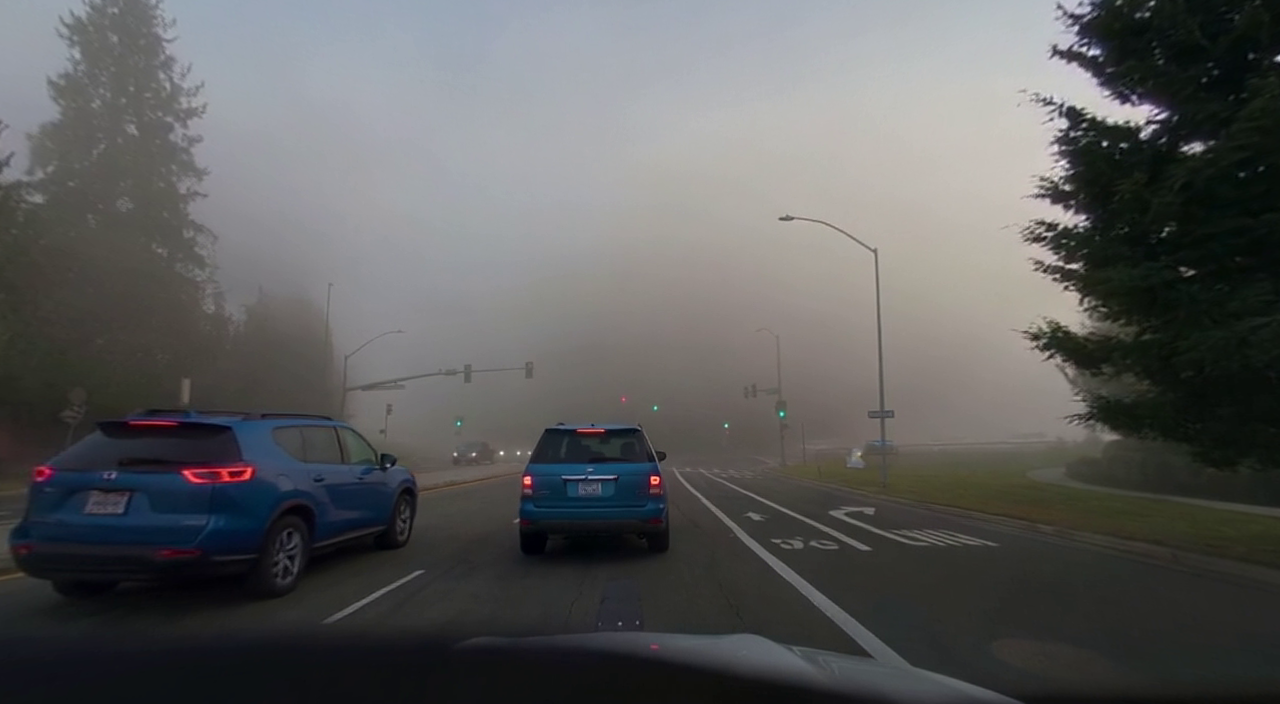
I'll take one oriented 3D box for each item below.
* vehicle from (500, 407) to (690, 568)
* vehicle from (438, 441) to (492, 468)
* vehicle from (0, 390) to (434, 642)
[{"bbox_3d":[-0.460,1.892,9.667,2.131,1.793,5.016,0,-8,1],"label":"vehicle"},{"bbox_3d":[-11.176,6.570,40.712,2.070,1.635,4.559,0,-8,1],"label":"vehicle"},{"bbox_3d":[-3.946,1.418,6.536,2.009,1.673,4.454,0,-8,2],"label":"vehicle"}]
